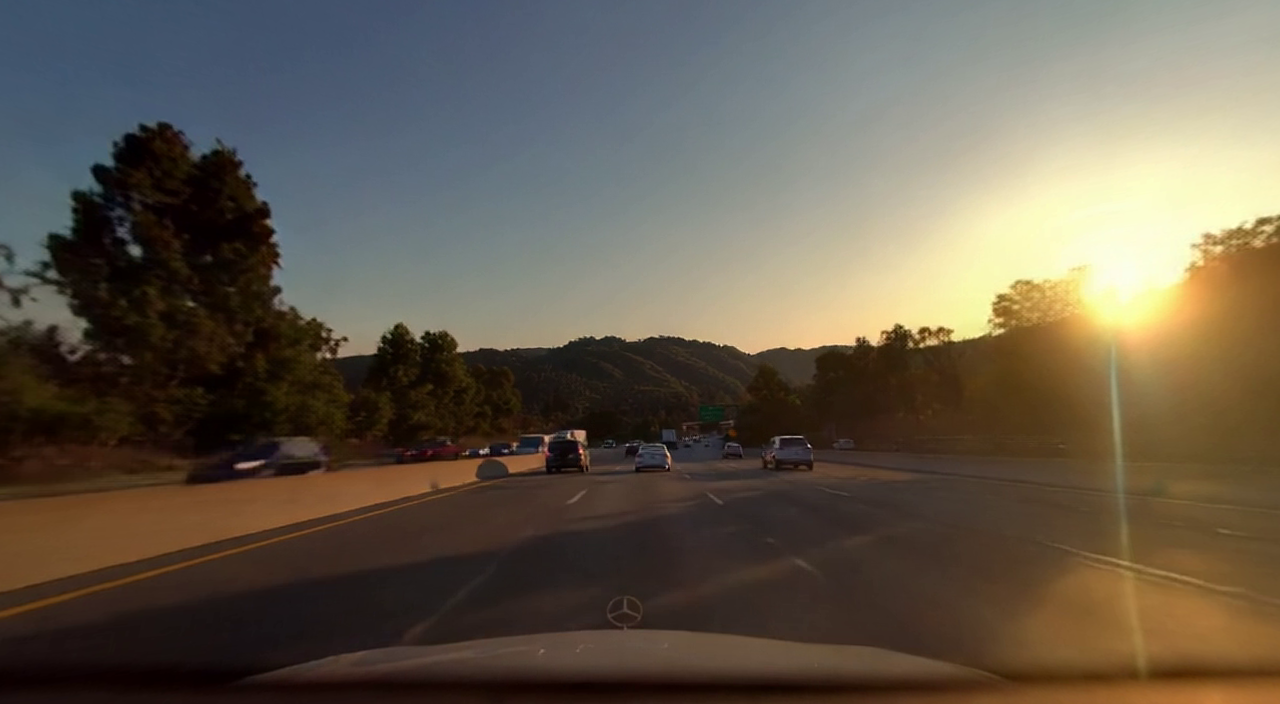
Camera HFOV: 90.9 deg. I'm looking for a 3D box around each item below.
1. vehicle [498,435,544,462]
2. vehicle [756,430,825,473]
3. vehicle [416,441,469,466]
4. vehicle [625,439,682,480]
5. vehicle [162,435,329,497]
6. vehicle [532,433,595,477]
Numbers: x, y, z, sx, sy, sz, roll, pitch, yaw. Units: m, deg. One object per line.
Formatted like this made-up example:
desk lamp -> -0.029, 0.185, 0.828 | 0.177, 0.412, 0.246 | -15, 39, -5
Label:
vehicle -> -8.736, 7.157, 46.949 | 2.251, 1.900, 5.551 | 0, -8, 1
vehicle -> 7.216, 4.855, 30.894 | 2.094, 1.916, 5.099 | 0, -8, 0
vehicle -> -15.289, 7.881, 49.214 | 2.186, 1.863, 5.744 | 0, -8, 1
vehicle -> 0.527, 4.242, 25.140 | 2.071, 1.464, 4.162 | 0, -8, 1
vehicle -> -12.170, 3.517, 19.995 | 1.915, 1.675, 5.092 | 0, -8, 1
vehicle -> -3.248, 4.490, 27.709 | 2.140, 1.720, 4.410 | 0, -8, 1
